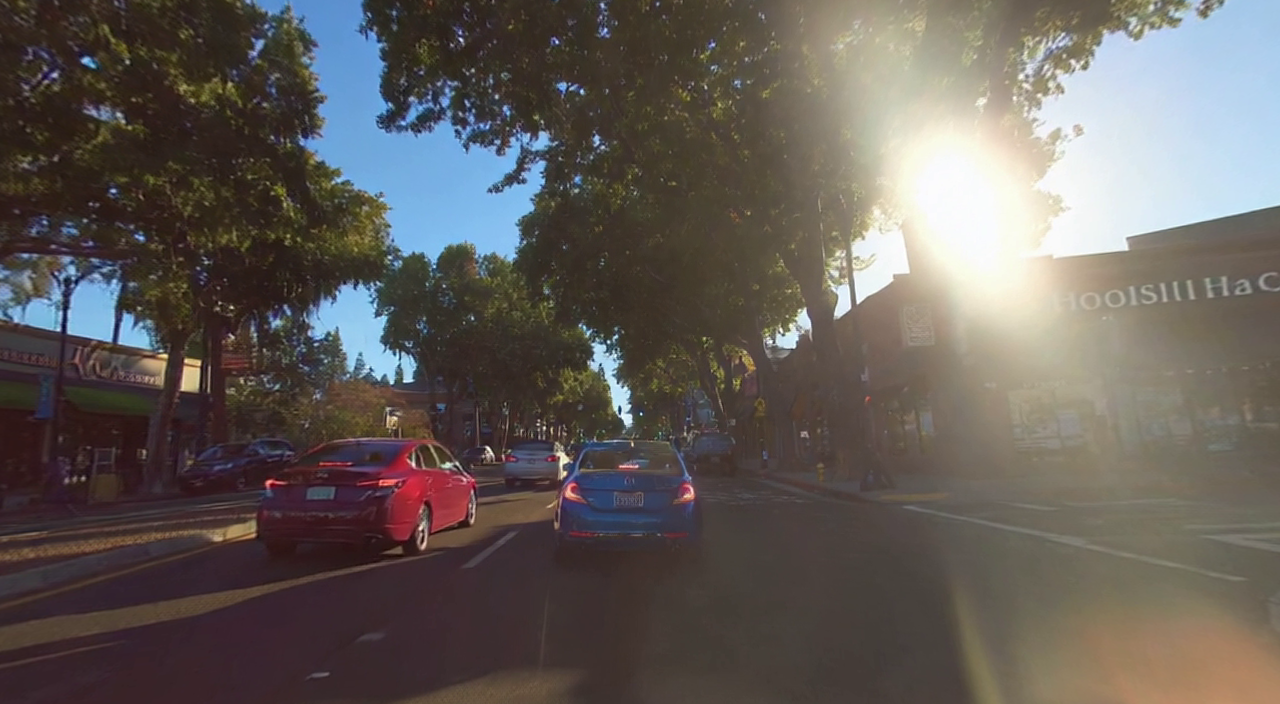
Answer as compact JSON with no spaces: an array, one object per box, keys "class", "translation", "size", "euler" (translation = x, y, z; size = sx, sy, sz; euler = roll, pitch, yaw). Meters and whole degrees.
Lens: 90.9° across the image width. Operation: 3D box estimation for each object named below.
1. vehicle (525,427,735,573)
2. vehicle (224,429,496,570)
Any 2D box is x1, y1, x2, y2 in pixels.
[{"class":"vehicle","translation":[-0.105,1.837,8.585],"size":[2.160,1.482,4.037],"euler":[0,-9,0]},{"class":"vehicle","translation":[-3.452,1.879,8.785],"size":[1.905,1.473,4.016],"euler":[0,-9,0]}]
